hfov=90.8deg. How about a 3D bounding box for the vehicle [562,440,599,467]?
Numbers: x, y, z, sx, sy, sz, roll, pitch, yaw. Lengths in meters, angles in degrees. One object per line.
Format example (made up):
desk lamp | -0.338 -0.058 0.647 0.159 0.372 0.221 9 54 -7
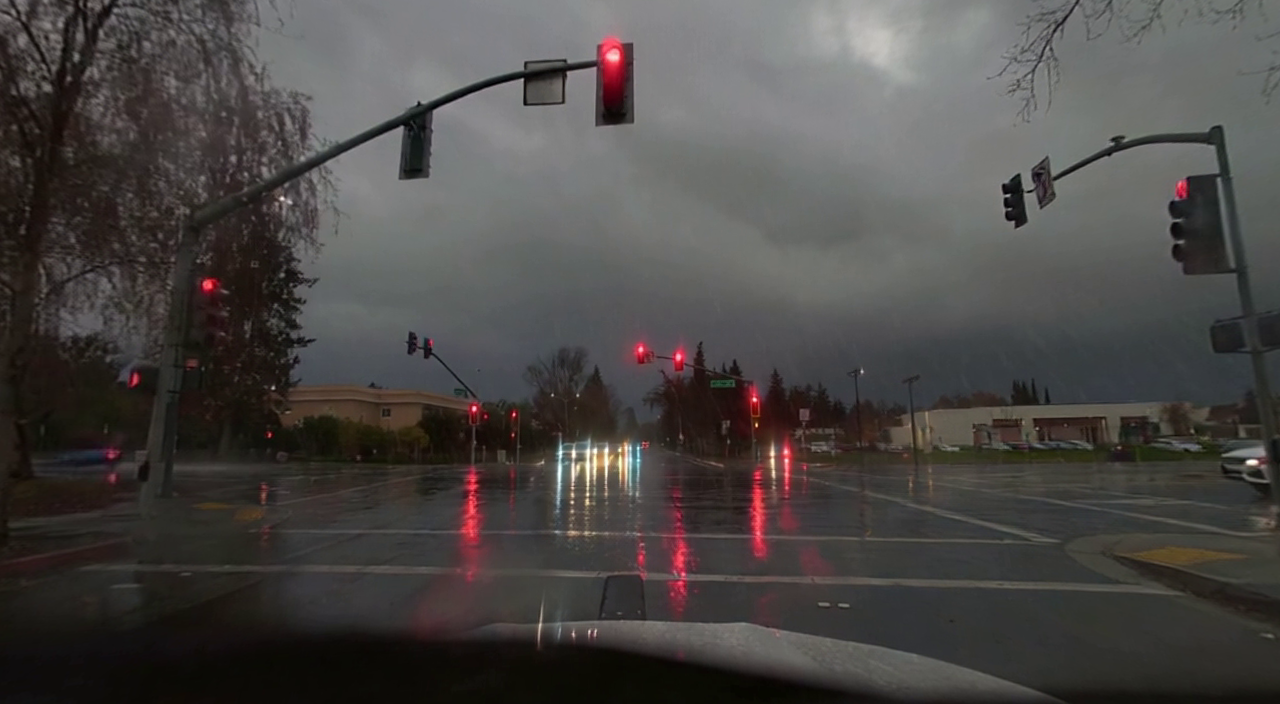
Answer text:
vehicle | -4.105 7.101 44.286 2.251 1.756 4.610 0 -9 -2

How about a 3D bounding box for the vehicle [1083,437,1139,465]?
vehicle | 26.979 5.661 36.140 2.092 1.474 4.046 -8 -11 41

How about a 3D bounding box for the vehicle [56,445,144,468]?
vehicle | -35.059 6.804 41.041 4.628 1.414 1.897 -2 -9 14

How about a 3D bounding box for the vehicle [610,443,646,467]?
vehicle | -0.847 6.832 41.988 2.056 1.492 3.937 1 -9 -6
